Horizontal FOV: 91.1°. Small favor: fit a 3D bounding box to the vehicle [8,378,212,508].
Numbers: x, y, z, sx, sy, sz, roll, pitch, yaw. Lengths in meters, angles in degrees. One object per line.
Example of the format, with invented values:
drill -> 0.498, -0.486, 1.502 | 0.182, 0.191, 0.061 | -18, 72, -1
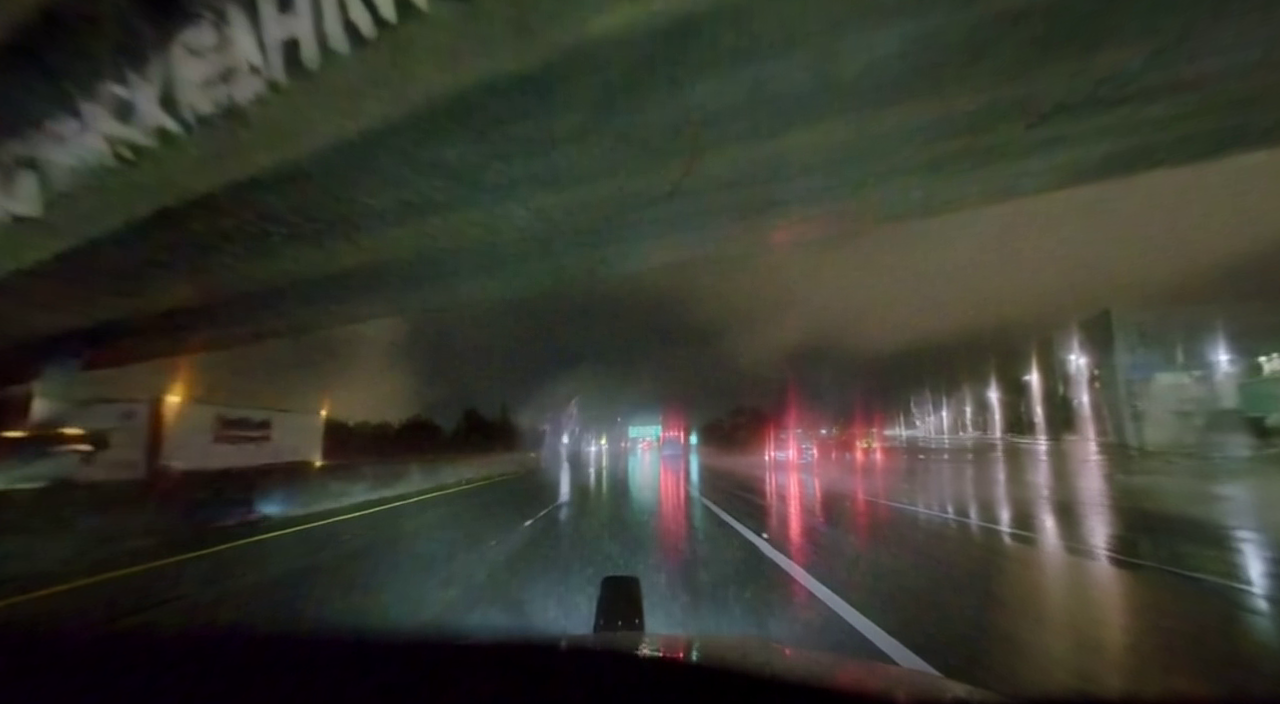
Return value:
vehicle -> -20.821, 3.673, 25.306 | 2.968, 4.613, 5.614 | 0, -9, 0
